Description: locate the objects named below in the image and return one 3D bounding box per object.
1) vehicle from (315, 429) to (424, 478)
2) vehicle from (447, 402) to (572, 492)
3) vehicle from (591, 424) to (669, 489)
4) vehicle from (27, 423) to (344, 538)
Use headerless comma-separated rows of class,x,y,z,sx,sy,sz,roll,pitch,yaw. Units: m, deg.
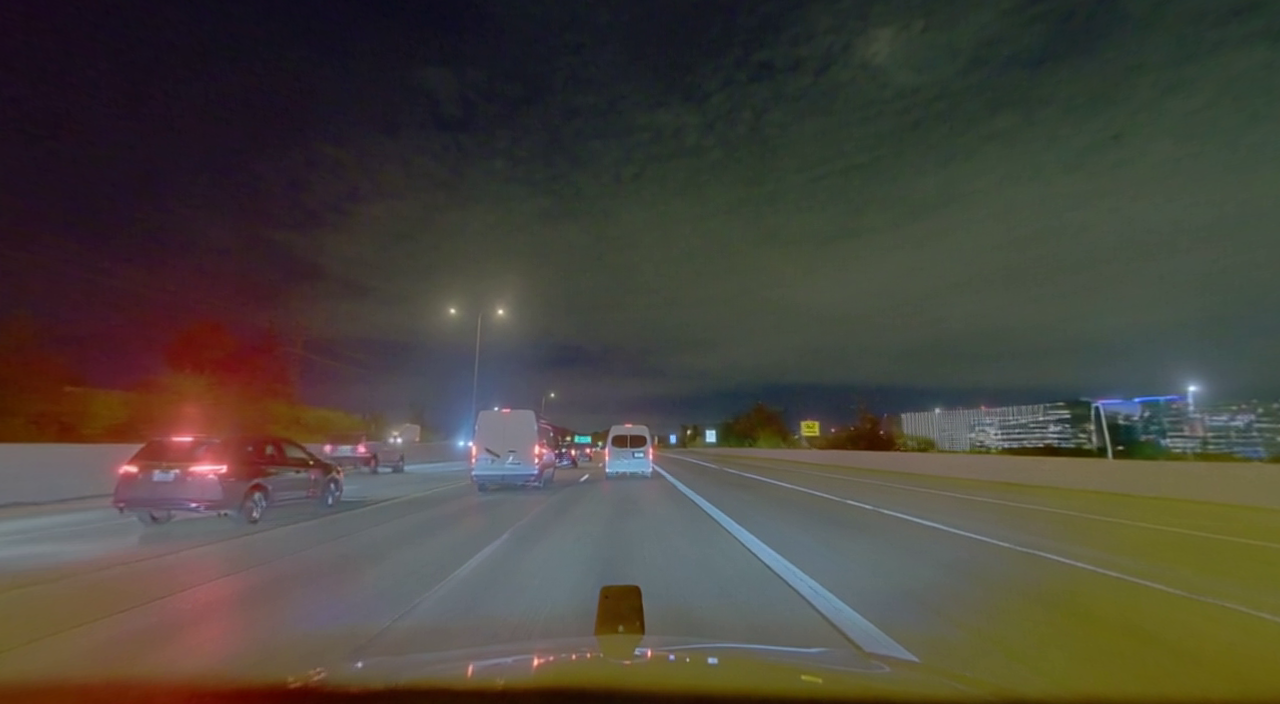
vehicle,-10.694,4.076,25.360,2.312,1.766,4.653,0,-9,0
vehicle,-3.652,2.873,19.104,2.504,2.276,5.933,0,-9,0
vehicle,-0.284,3.282,20.012,2.207,1.807,4.199,0,-9,0
vehicle,-7.103,2.047,10.659,1.959,1.493,4.575,0,-9,0
